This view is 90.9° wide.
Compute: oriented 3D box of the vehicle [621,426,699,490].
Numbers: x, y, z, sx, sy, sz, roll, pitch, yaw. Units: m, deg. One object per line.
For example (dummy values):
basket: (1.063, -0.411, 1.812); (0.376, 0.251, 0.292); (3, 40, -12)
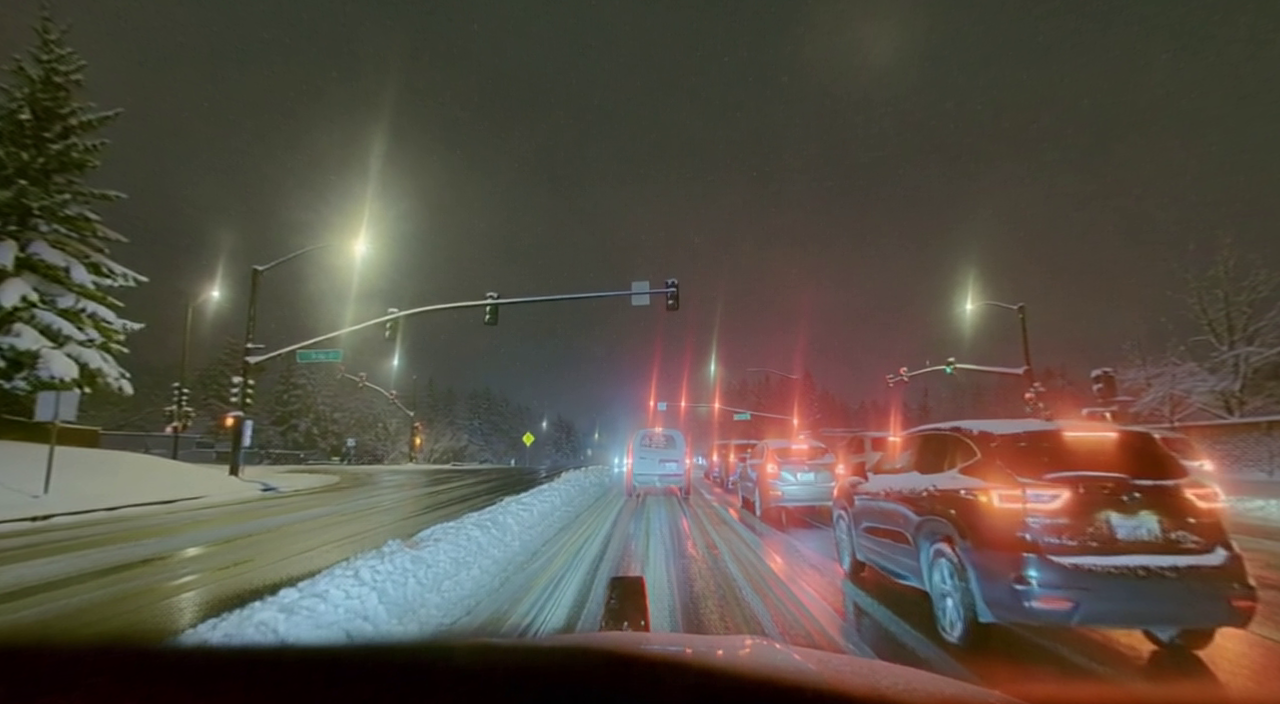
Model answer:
vehicle: (0.562, 3.395, 20.495); (2.245, 1.800, 4.522); (0, -8, -1)

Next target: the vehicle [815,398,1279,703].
vehicle: (2.981, 1.280, 4.937); (2.078, 1.578, 4.107); (0, -8, 1)
